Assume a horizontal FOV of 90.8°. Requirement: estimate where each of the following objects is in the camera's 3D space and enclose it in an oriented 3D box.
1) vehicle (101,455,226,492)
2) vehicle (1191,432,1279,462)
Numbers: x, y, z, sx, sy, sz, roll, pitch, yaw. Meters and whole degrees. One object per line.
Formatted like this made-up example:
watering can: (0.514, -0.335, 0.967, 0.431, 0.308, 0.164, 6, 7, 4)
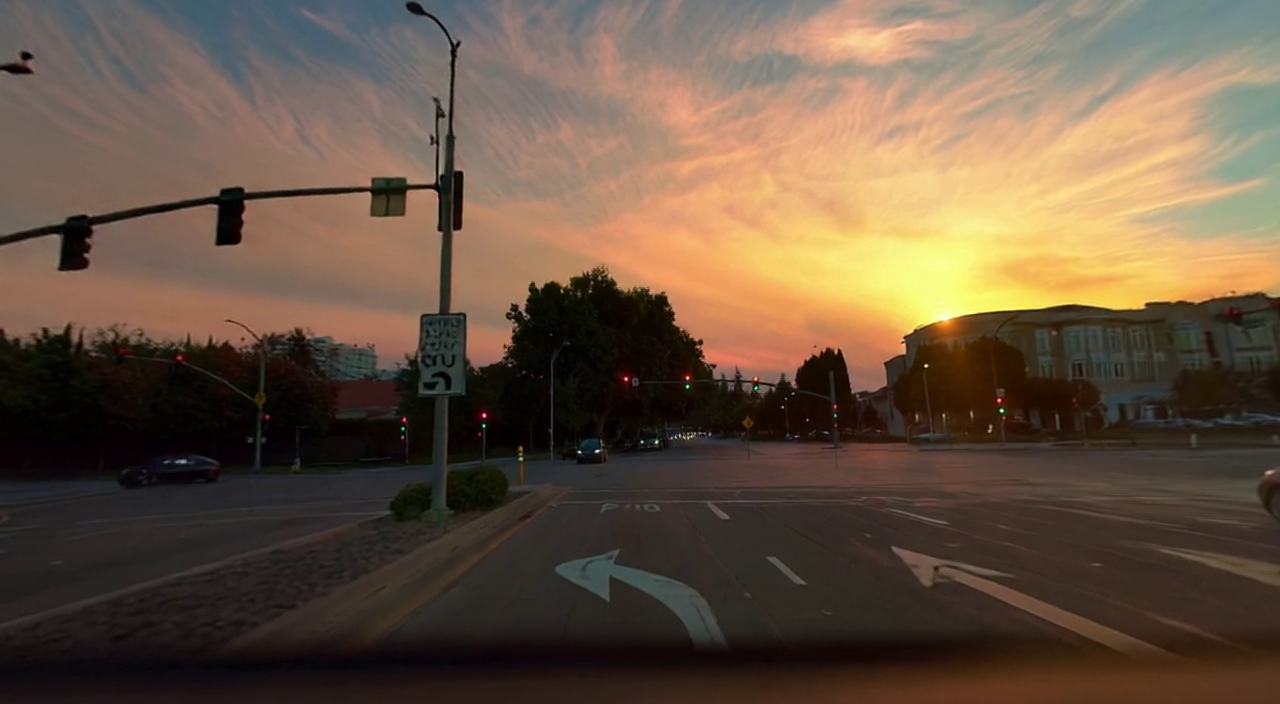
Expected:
vehicle: (-24.374, 6.192, 32.452, 4.706, 1.734, 2.253, -1, -8, 6)
vehicle: (32.430, 5.038, 33.509, 4.636, 1.527, 2.476, 2, -9, -14)
